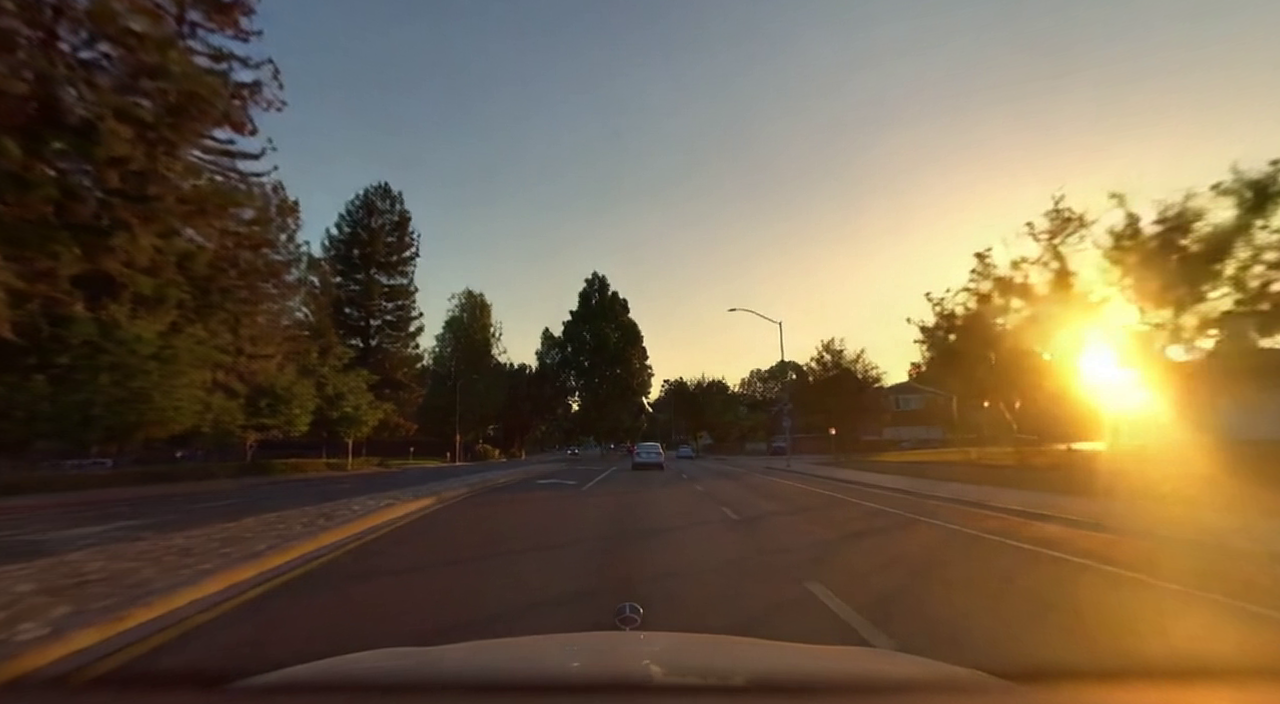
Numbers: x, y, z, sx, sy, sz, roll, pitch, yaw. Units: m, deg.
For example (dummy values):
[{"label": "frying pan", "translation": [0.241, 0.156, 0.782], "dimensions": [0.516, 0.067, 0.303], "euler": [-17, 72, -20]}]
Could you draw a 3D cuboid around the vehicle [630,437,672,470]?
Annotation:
[{"label": "vehicle", "translation": [0.568, 5.868, 36.487], "dimensions": [2.165, 1.783, 4.391], "euler": [0, -9, -2]}]
